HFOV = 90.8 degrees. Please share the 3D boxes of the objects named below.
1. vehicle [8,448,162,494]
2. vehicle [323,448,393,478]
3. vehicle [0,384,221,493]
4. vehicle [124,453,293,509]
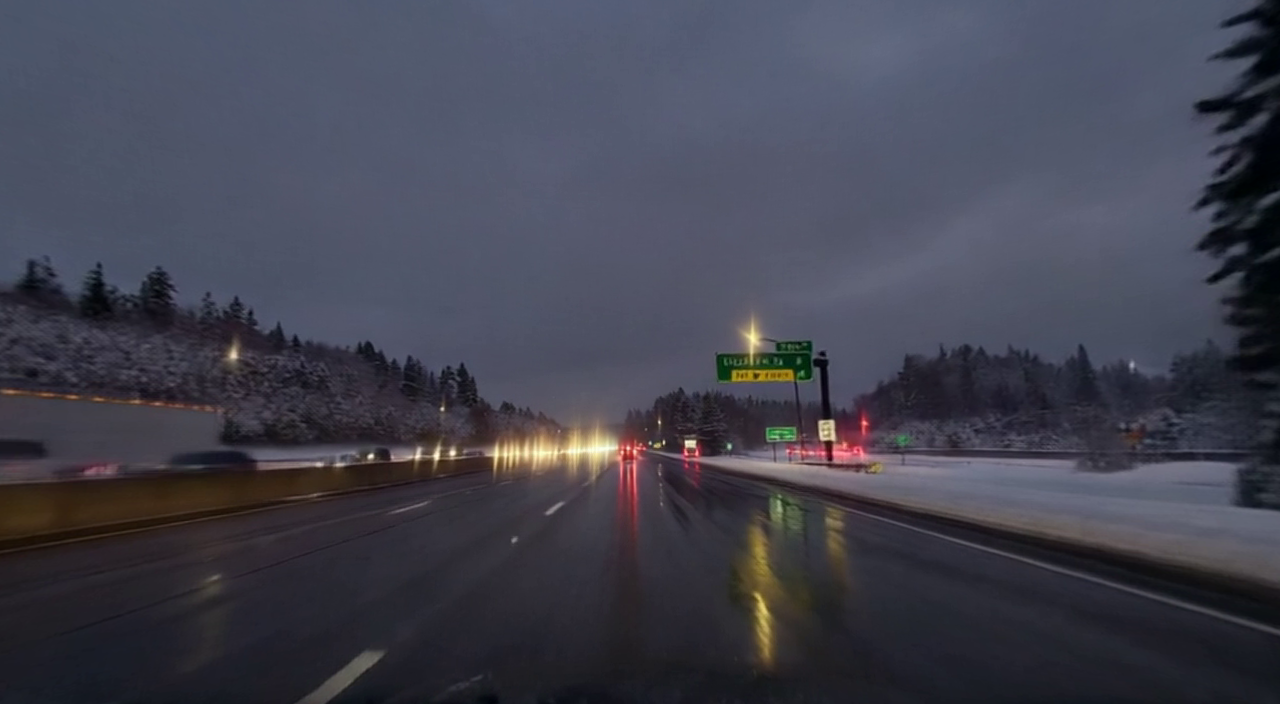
[{"bbox_3d":[-22.181,4.740,25.569,2.109,1.670,4.549,0,-9,-1],"label":"vehicle"},{"bbox_3d":[-16.368,6.444,36.911,2.038,1.608,4.445,0,-9,0],"label":"vehicle"},{"bbox_3d":[-26.545,4.116,29.438,2.913,4.193,16.627,0,-9,-1],"label":"vehicle"},{"bbox_3d":[-12.832,3.827,19.244,1.908,1.467,4.603,0,-9,0],"label":"vehicle"}]
